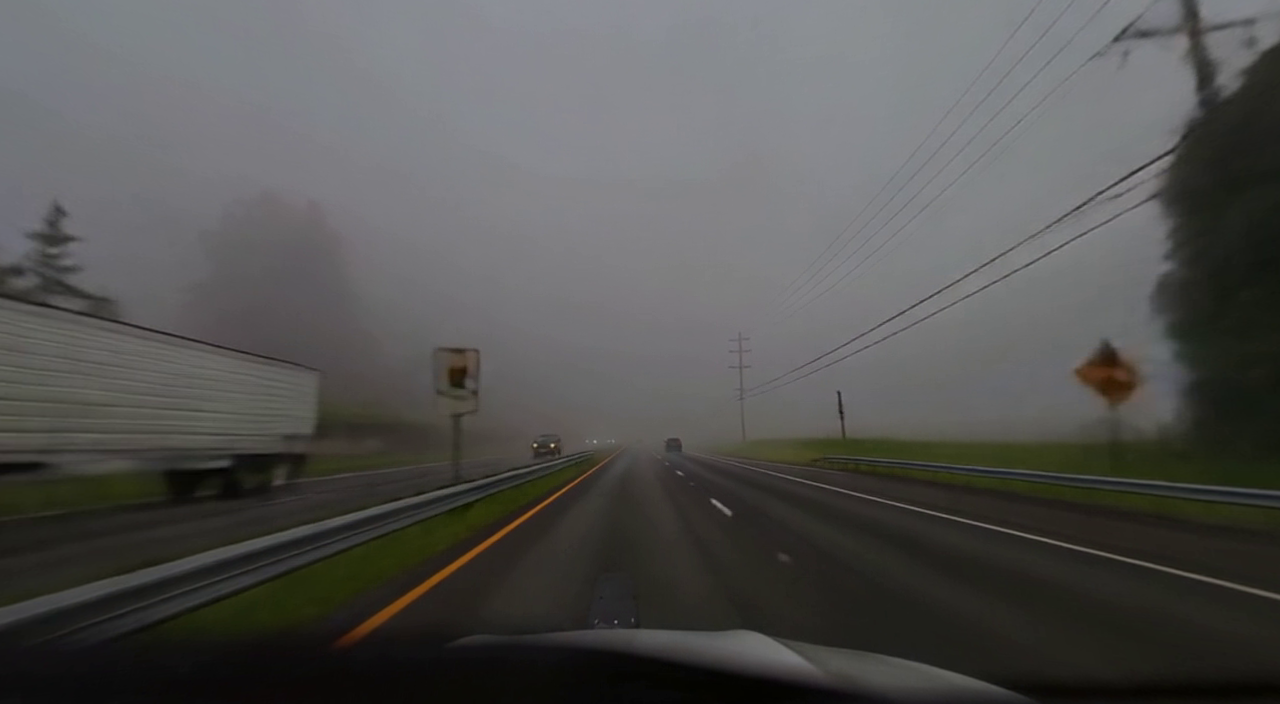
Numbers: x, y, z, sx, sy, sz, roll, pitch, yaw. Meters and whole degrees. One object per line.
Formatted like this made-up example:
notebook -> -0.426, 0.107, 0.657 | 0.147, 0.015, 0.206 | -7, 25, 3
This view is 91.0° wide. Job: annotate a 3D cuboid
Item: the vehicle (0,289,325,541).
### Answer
vehicle -> -11.894, 1.526, 13.674 | 2.937, 4.068, 14.080 | 0, -8, 0
